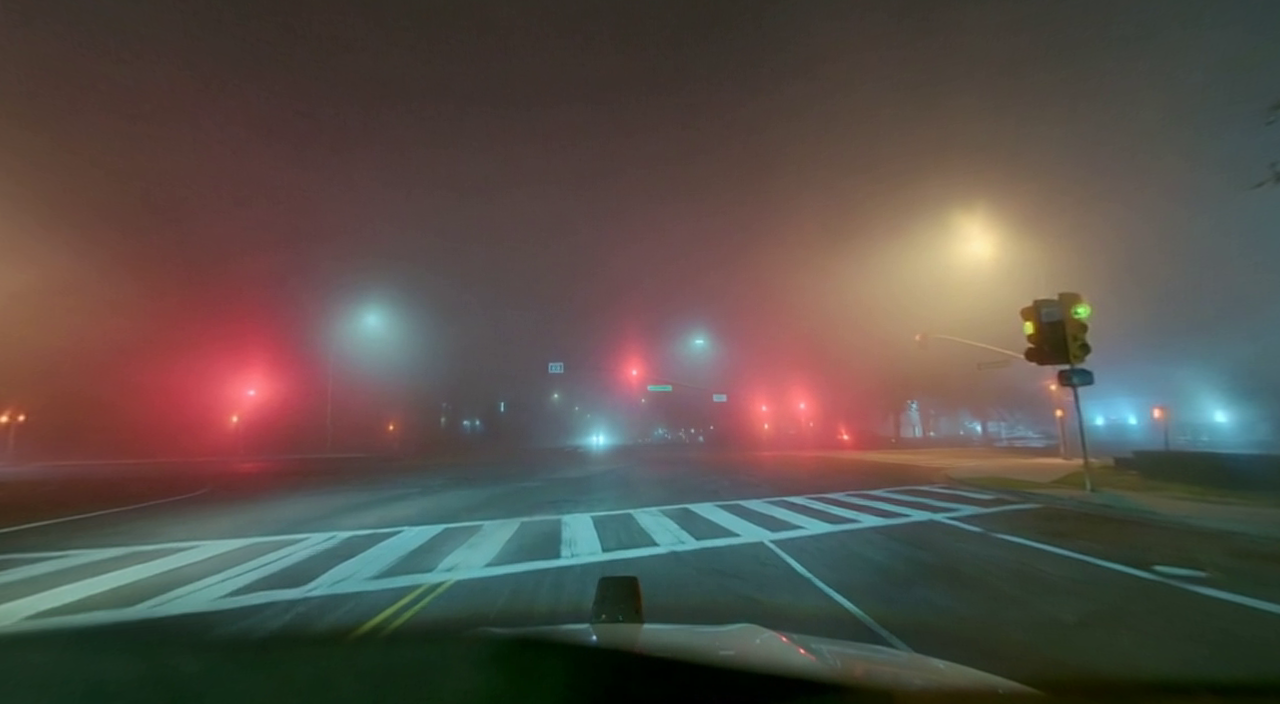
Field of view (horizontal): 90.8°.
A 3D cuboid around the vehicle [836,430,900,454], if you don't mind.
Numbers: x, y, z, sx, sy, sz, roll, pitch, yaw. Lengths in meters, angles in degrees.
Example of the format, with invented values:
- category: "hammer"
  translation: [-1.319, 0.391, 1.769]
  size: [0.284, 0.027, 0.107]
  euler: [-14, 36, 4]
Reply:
- category: "vehicle"
  translation: [17.656, 6.958, 48.853]
  size: [4.600, 1.783, 1.970]
  euler: [4, -9, -26]
